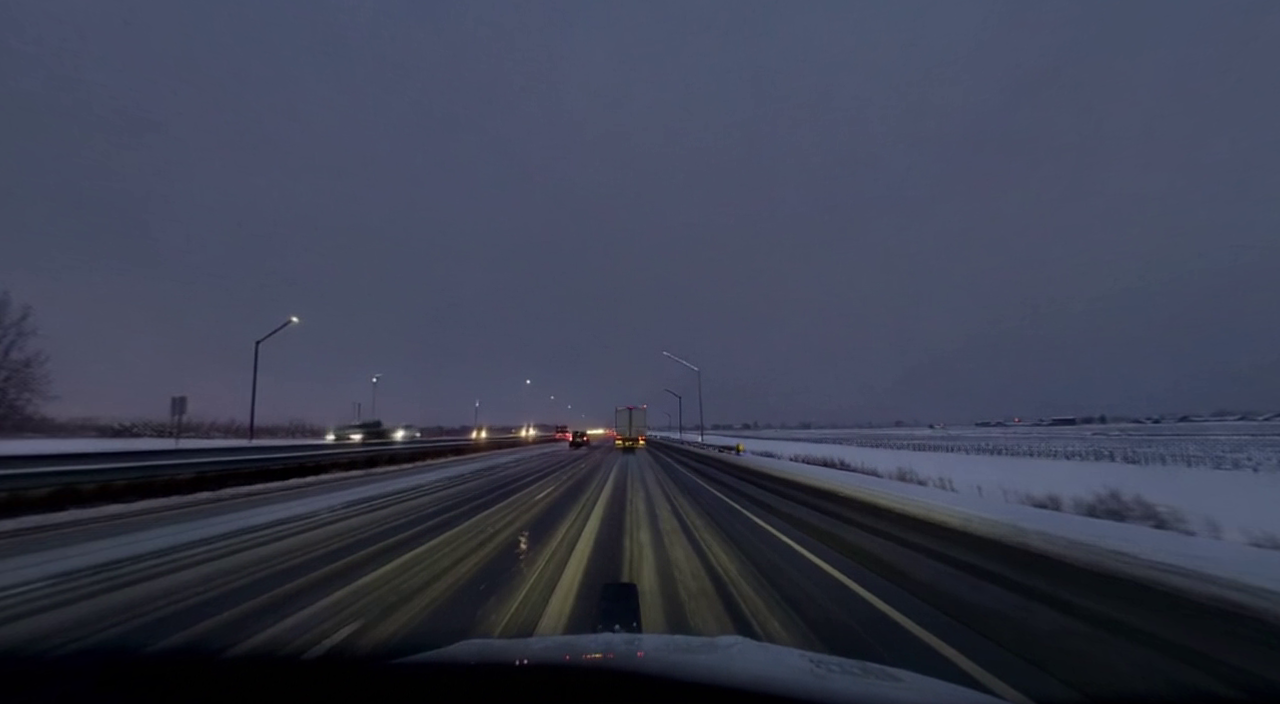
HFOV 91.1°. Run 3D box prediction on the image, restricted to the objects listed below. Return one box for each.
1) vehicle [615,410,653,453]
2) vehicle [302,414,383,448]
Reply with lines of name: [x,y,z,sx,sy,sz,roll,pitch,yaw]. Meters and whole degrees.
vehicle: [-0.522,5.526,43.544,2.418,2.704,6.445,0,-8,-2]
vehicle: [-16.536,4.473,35.269,2.019,1.739,5.123,0,-8,0]
